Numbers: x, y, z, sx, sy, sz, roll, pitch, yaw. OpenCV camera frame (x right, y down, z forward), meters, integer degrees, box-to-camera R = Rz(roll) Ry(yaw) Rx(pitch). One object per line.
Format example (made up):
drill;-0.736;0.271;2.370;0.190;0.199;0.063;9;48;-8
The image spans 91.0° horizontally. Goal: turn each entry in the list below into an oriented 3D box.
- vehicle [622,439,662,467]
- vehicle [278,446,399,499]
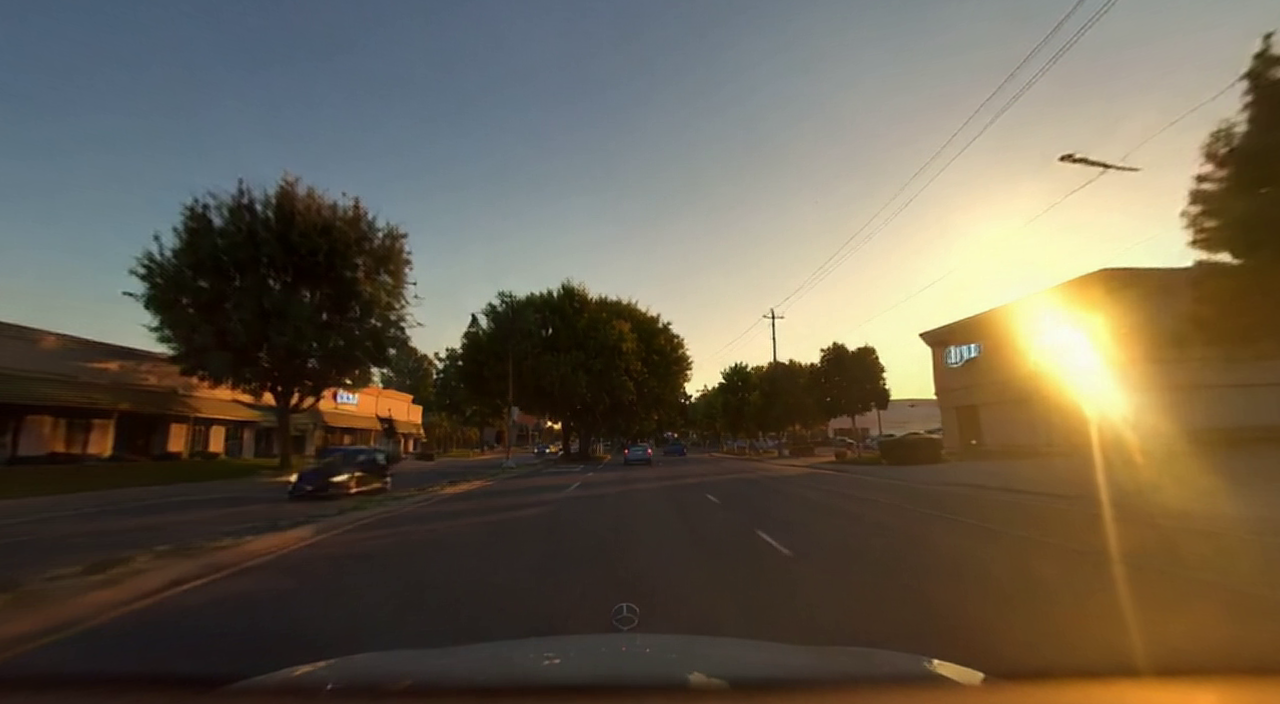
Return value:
vehicle;0.041;5.409;33.948;1.998;1.452;3.773;0;-8;-2
vehicle;-9.314;3.721;19.876;1.795;1.426;4.216;0;-8;-1
